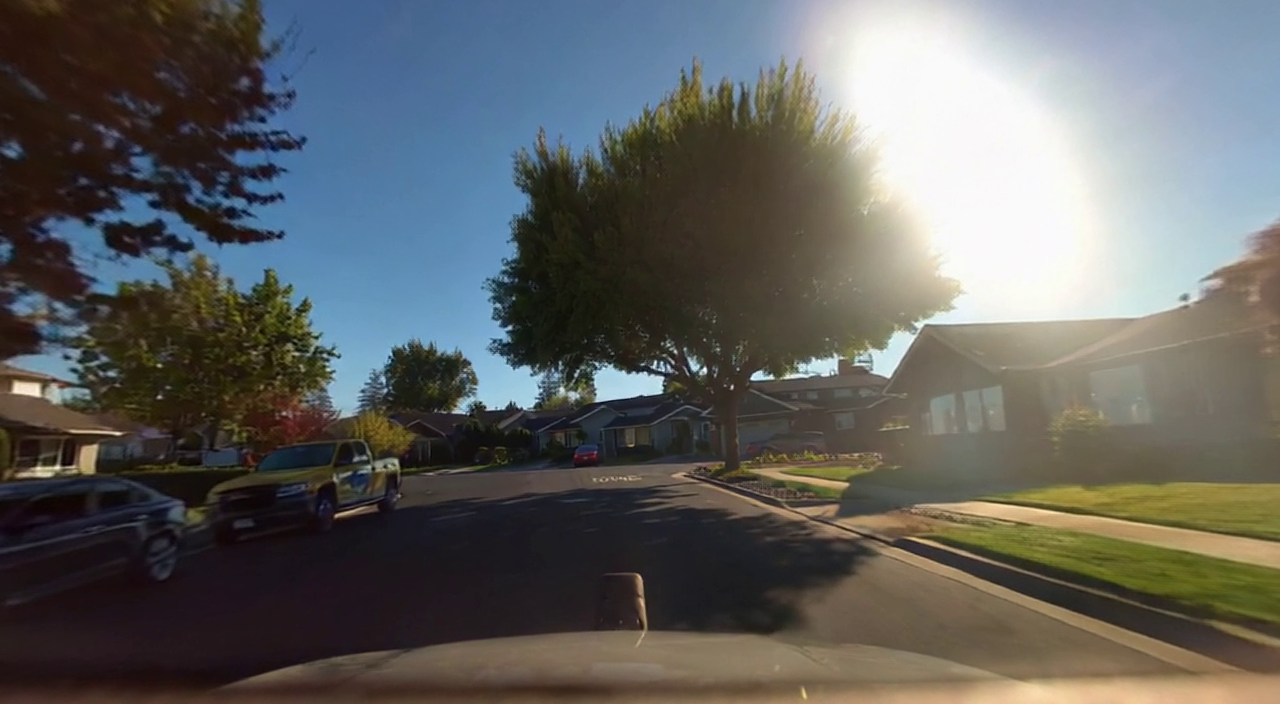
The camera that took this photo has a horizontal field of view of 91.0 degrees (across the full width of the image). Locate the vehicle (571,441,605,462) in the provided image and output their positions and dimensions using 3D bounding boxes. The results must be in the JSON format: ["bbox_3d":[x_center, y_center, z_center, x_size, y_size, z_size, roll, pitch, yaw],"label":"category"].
[{"bbox_3d":[-4.003,7.751,49.156,1.990,1.528,4.256,-1,-9,5],"label":"vehicle"}]

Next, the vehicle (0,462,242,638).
[{"bbox_3d":[-6.463,1.917,6.590,2.017,1.397,4.004,0,-9,-1],"label":"vehicle"}]

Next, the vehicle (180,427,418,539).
[{"bbox_3d":[-7.042,2.752,14.045,2.338,1.925,5.725,0,-9,-3],"label":"vehicle"}]

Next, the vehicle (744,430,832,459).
[{"bbox_3d":[8.550,5.318,36.516,4.533,1.557,1.981,1,-6,-12],"label":"vehicle"}]
